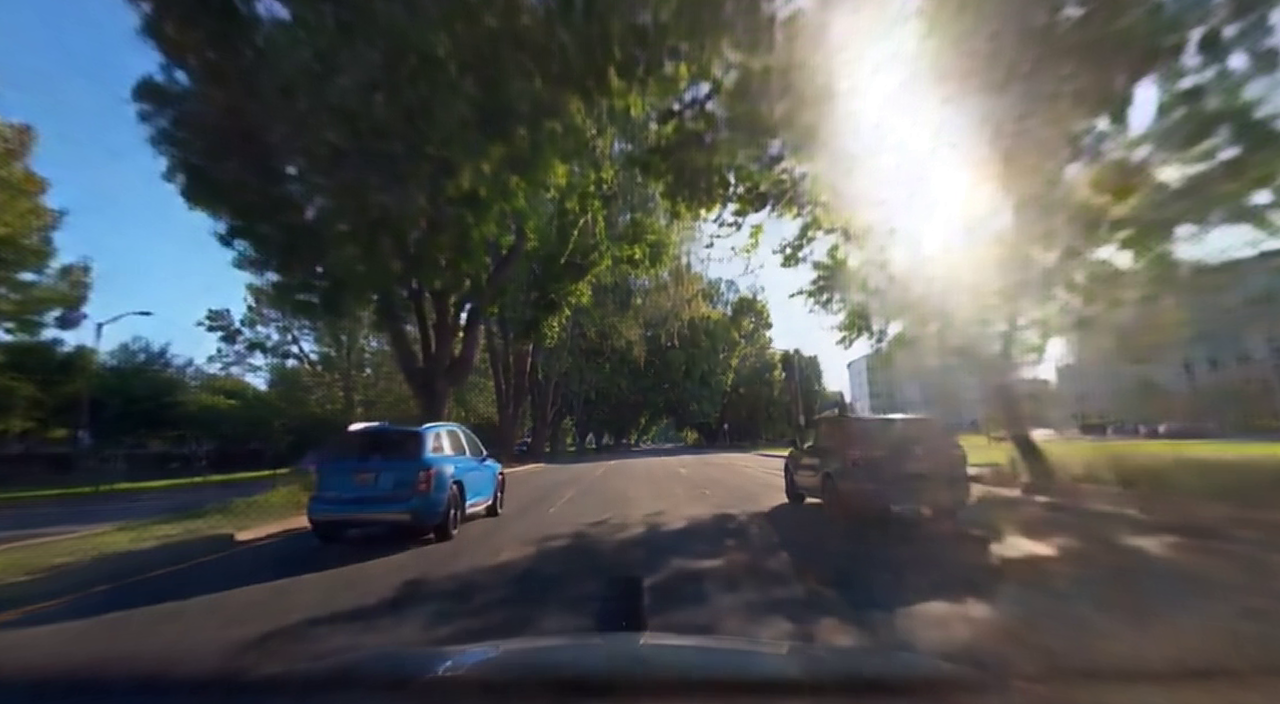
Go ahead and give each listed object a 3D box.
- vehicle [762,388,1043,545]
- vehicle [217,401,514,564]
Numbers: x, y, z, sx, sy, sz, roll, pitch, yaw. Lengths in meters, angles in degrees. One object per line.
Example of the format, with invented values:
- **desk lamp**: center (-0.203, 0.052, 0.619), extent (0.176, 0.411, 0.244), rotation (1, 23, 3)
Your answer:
- **vehicle**: center (3.468, 1.624, 9.666), extent (2.087, 1.759, 5.040), rotation (0, -7, -1)
- **vehicle**: center (-3.213, 1.599, 8.548), extent (2.025, 1.635, 4.293), rotation (0, -8, 1)
